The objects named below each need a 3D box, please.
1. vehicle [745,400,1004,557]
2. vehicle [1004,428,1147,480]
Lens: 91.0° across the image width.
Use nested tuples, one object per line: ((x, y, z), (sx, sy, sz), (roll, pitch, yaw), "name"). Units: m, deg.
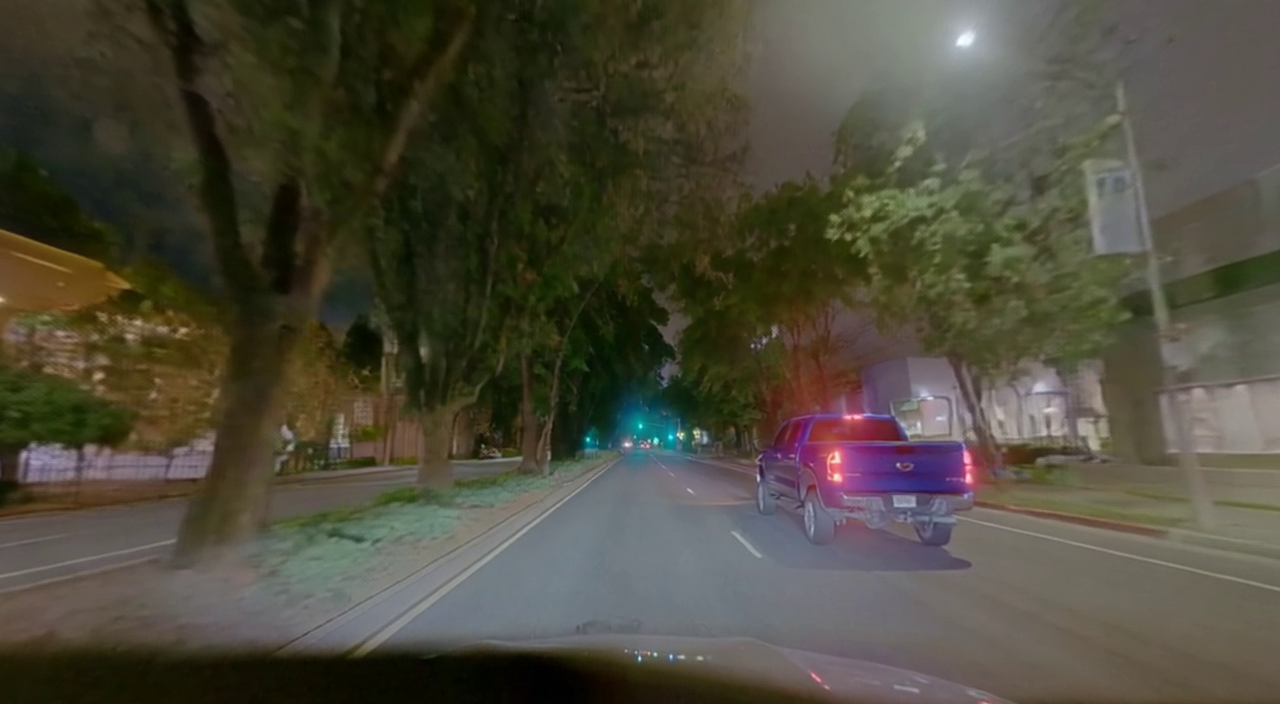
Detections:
((3.217, 1.889, 10.169), (2.085, 1.828, 5.383), (0, -8, 0), "vehicle")
((15.995, 3.767, 23.504), (1.952, 1.691, 4.743), (0, -8, 0), "vehicle")
